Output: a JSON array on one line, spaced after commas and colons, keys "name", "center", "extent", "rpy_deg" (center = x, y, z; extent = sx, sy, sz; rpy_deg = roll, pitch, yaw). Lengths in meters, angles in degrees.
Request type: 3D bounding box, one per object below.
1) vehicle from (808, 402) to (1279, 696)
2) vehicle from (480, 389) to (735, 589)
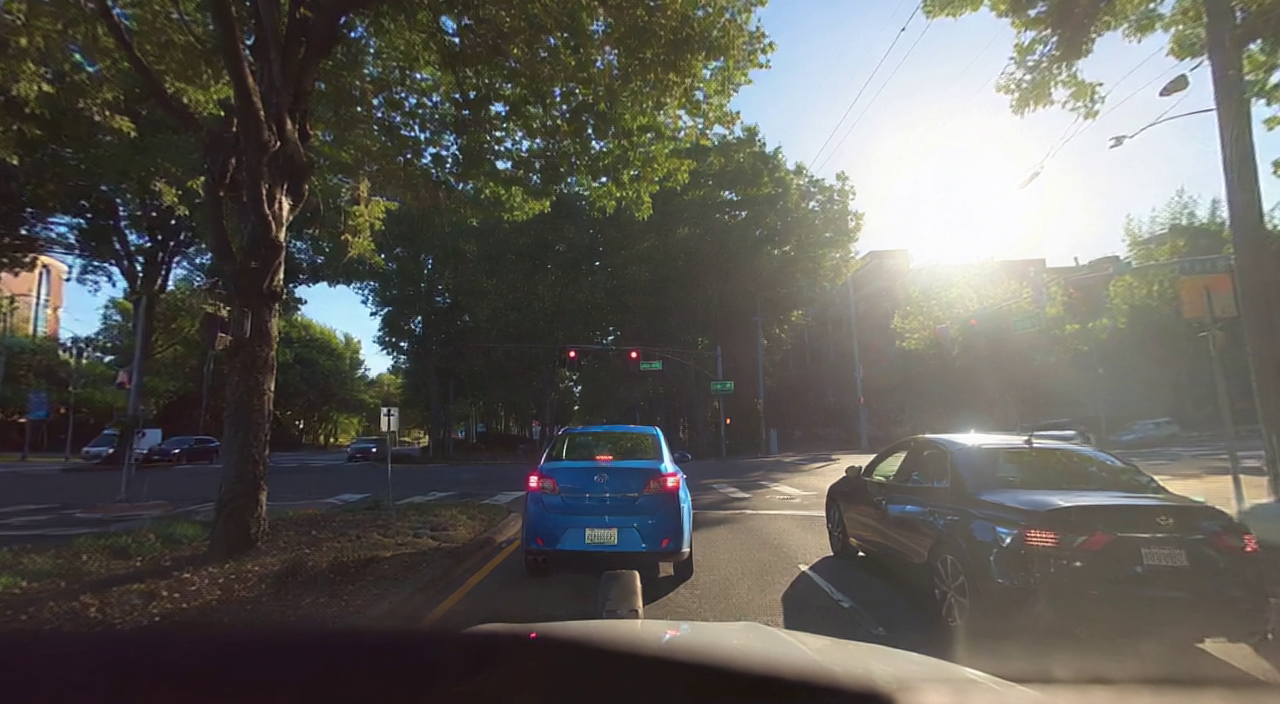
[{"name": "vehicle", "center": [3.161, 1.400, 5.765], "extent": [1.932, 1.562, 4.629], "rpy_deg": [0, -9, 0]}, {"name": "vehicle", "center": [-0.347, 1.526, 7.794], "extent": [2.247, 1.760, 4.231], "rpy_deg": [0, -9, -2]}]
